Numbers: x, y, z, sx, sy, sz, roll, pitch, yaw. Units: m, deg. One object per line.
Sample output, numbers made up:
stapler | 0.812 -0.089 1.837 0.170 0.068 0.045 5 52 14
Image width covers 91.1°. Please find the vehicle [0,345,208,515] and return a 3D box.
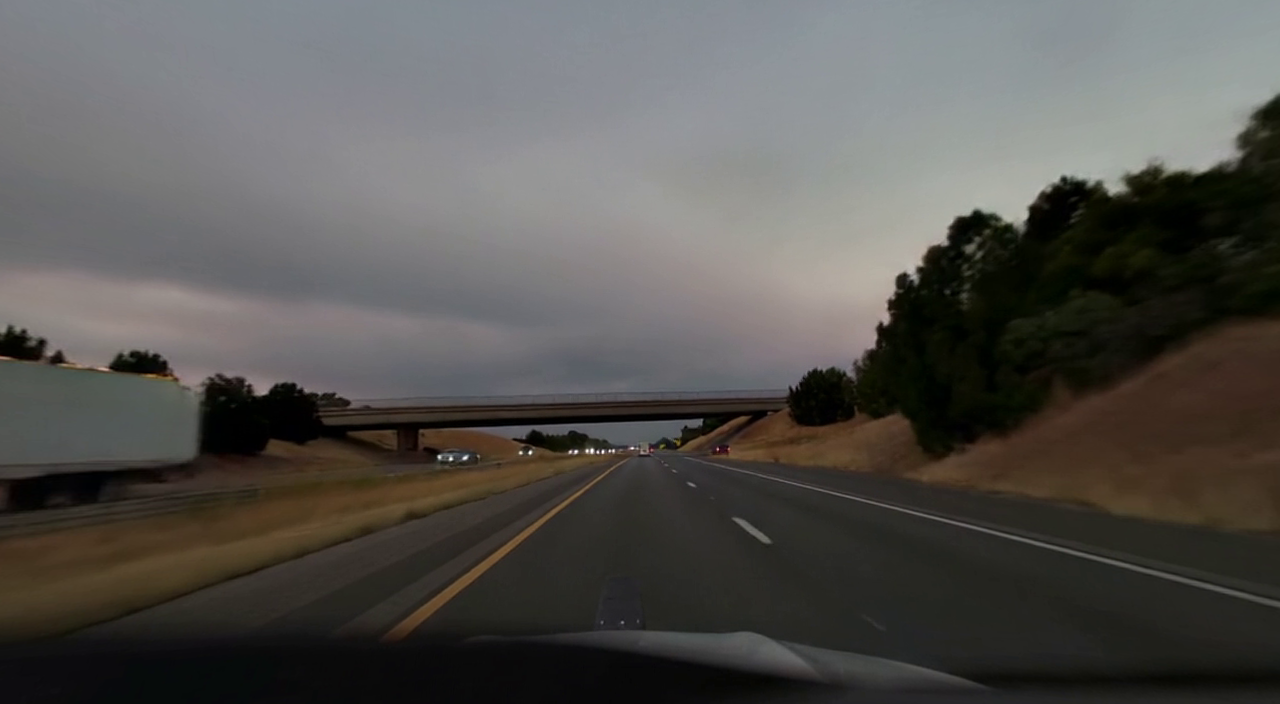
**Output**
vehicle | -17.358 1.798 14.606 2.926 4.181 16.364 0 -9 0
